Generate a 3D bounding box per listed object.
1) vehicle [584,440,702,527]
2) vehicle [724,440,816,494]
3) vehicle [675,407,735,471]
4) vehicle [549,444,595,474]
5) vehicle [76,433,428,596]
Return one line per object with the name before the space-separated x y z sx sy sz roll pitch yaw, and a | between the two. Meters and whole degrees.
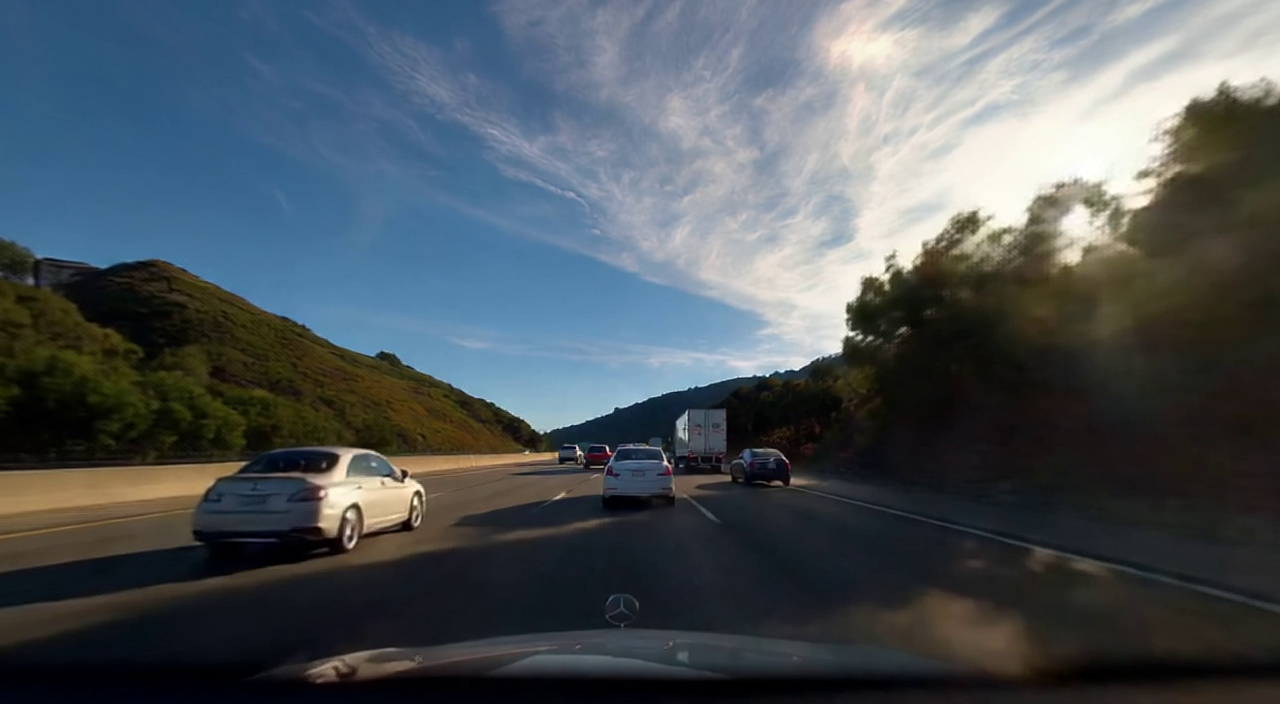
vehicle | 0.060 2.582 12.815 2.041 1.484 3.535 0 -9 0
vehicle | 4.183 3.791 21.137 2.029 1.579 4.484 0 -9 -1
vehicle | 4.586 6.795 48.301 3.194 4.038 16.301 0 -9 1
vehicle | -4.077 6.488 38.408 2.211 1.669 4.224 0 -9 1
vehicle | -4.258 1.817 7.820 1.848 1.486 3.832 0 -9 1
